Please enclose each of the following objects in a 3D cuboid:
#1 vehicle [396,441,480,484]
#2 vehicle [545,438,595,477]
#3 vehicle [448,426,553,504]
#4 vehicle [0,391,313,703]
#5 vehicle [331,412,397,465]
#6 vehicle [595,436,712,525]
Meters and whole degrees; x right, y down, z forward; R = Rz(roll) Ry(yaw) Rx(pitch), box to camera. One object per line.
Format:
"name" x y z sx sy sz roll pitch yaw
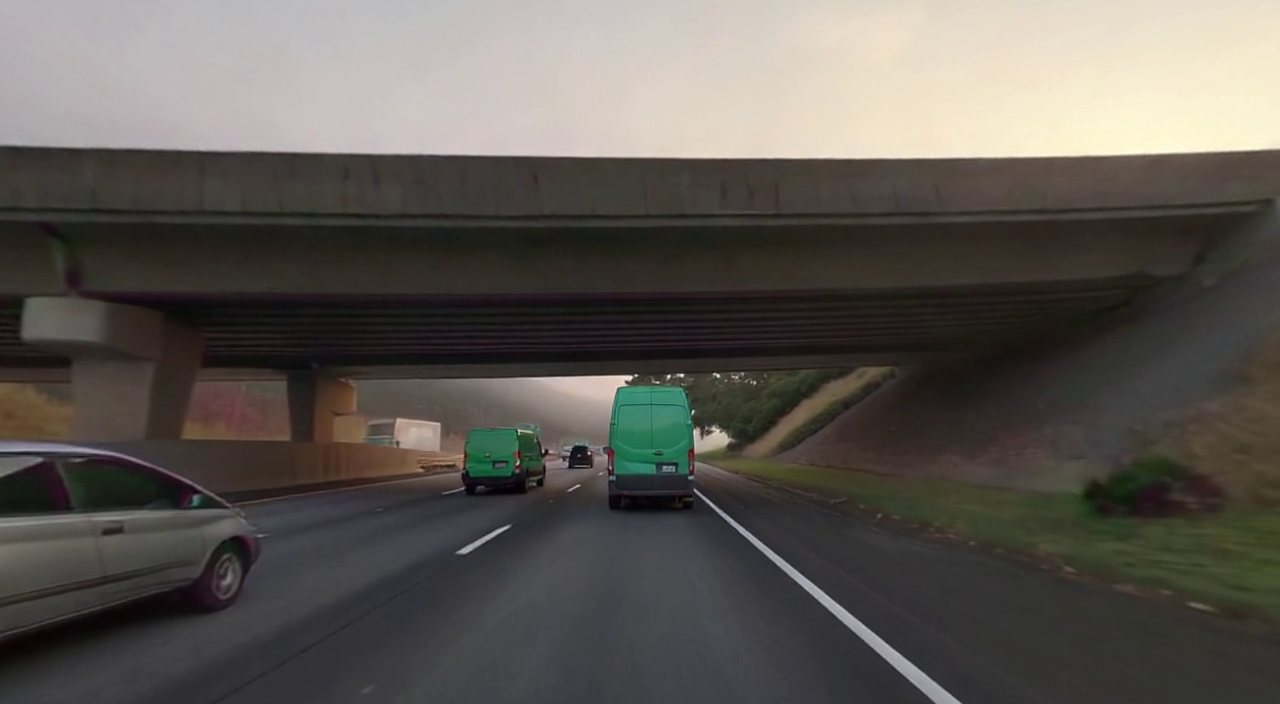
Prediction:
"vehicle" -8.373 4.613 26.554 2.093 1.675 4.233 0 -9 0
"vehicle" -3.517 5.431 32.488 2.068 1.862 4.234 0 -9 1
"vehicle" -3.679 3.073 17.416 1.951 1.882 3.979 0 -9 0
"vehicle" -3.803 1.091 3.664 1.845 1.554 3.565 0 -9 0
"vehicle" -18.882 5.956 43.315 2.996 3.451 2.930 0 -9 1
"vehicle" 0.220 2.479 12.559 1.991 1.507 3.391 0 -9 0
